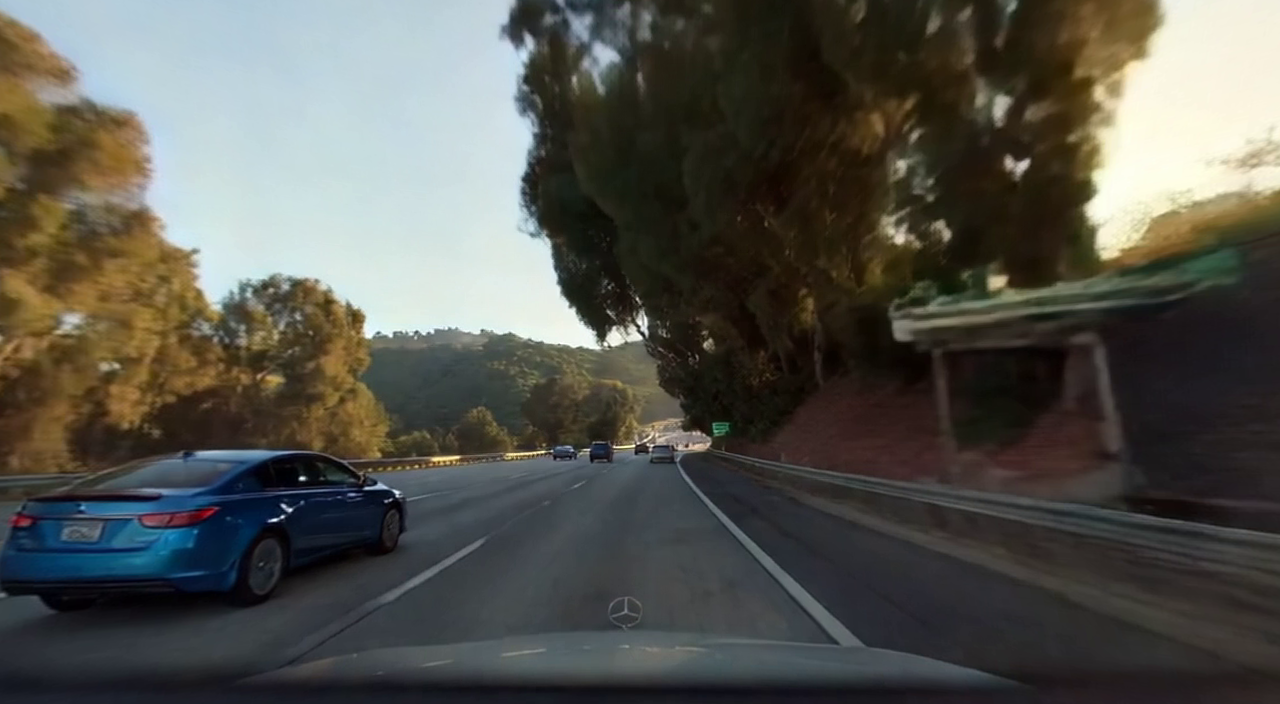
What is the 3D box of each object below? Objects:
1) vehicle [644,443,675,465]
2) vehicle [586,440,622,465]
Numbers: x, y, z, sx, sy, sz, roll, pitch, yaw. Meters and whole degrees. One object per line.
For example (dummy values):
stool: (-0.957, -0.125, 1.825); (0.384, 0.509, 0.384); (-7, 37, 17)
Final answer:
vehicle: (1.451, 7.262, 45.024); (2.113, 1.464, 4.073); (0, -8, 3)
vehicle: (-2.593, 7.407, 46.677); (2.071, 1.716, 4.363); (-1, -8, 4)
